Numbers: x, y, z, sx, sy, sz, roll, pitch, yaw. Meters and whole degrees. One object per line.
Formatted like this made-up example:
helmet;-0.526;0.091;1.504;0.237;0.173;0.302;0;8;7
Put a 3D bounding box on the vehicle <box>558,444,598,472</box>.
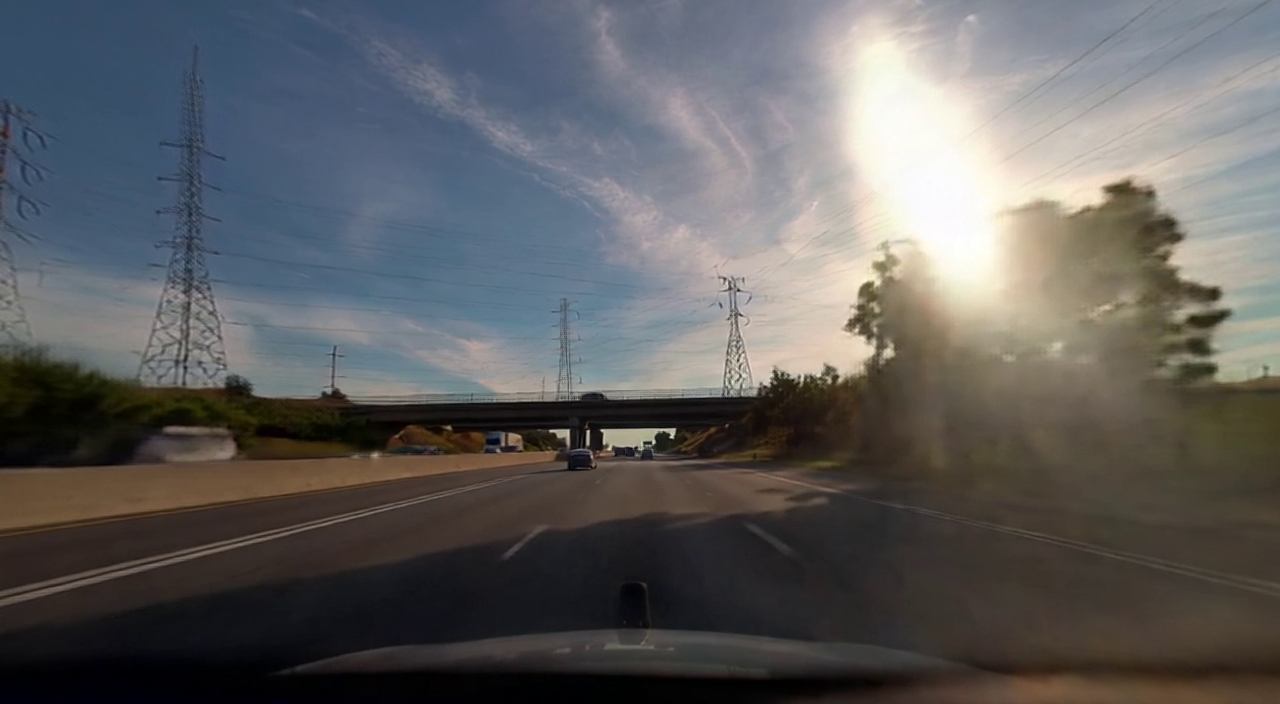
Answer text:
vehicle;-3.656;6.333;37.666;1.924;1.550;4.165;0;-9;0
